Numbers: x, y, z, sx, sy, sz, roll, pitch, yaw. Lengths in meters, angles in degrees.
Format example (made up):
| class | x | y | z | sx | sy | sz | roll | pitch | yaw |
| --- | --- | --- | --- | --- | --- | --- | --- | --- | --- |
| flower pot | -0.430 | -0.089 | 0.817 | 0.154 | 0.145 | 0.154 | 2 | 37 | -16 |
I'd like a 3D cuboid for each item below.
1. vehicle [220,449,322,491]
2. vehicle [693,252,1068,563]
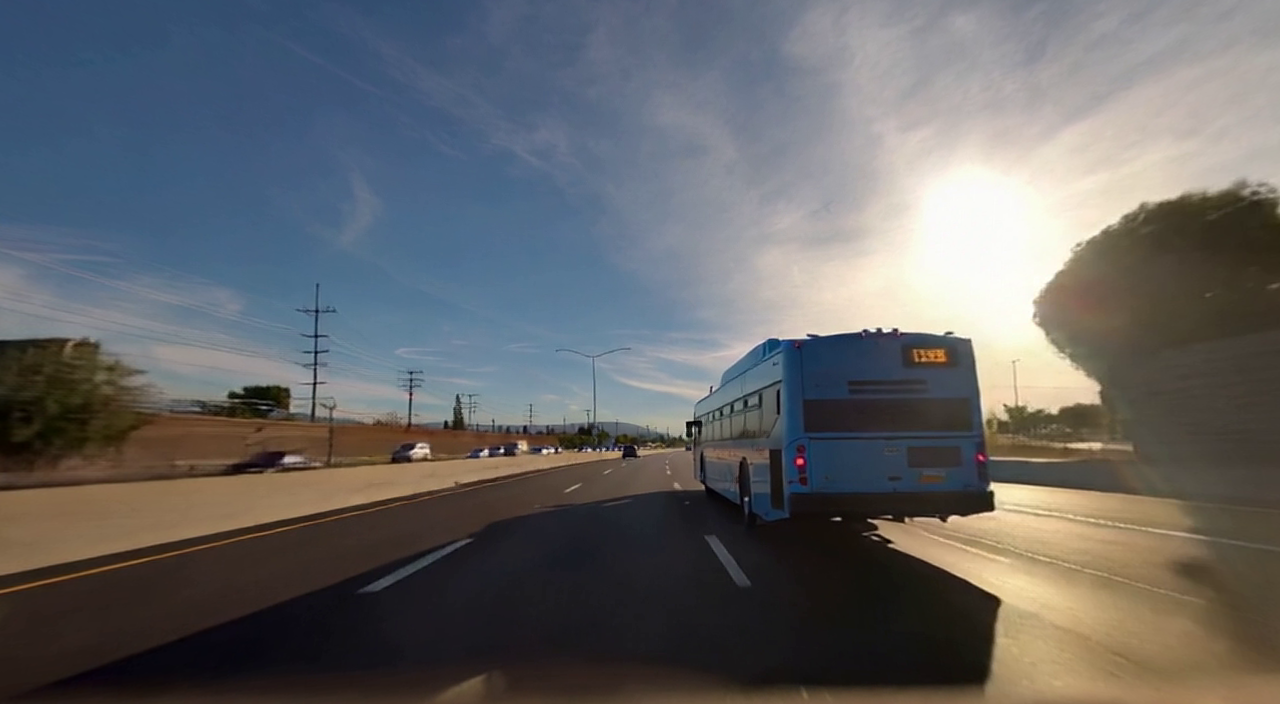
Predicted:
| class | x | y | z | sx | sy | sz | roll | pitch | yaw |
| --- | --- | --- | --- | --- | --- | --- | --- | --- | --- |
| vehicle | -14.775 | 4.710 | 25.574 | 1.733 | 1.512 | 3.902 | 0 | -8 | 0 |
| vehicle | 3.310 | 1.662 | 14.539 | 3.144 | 3.580 | 14.591 | 0 | -8 | 1 |
